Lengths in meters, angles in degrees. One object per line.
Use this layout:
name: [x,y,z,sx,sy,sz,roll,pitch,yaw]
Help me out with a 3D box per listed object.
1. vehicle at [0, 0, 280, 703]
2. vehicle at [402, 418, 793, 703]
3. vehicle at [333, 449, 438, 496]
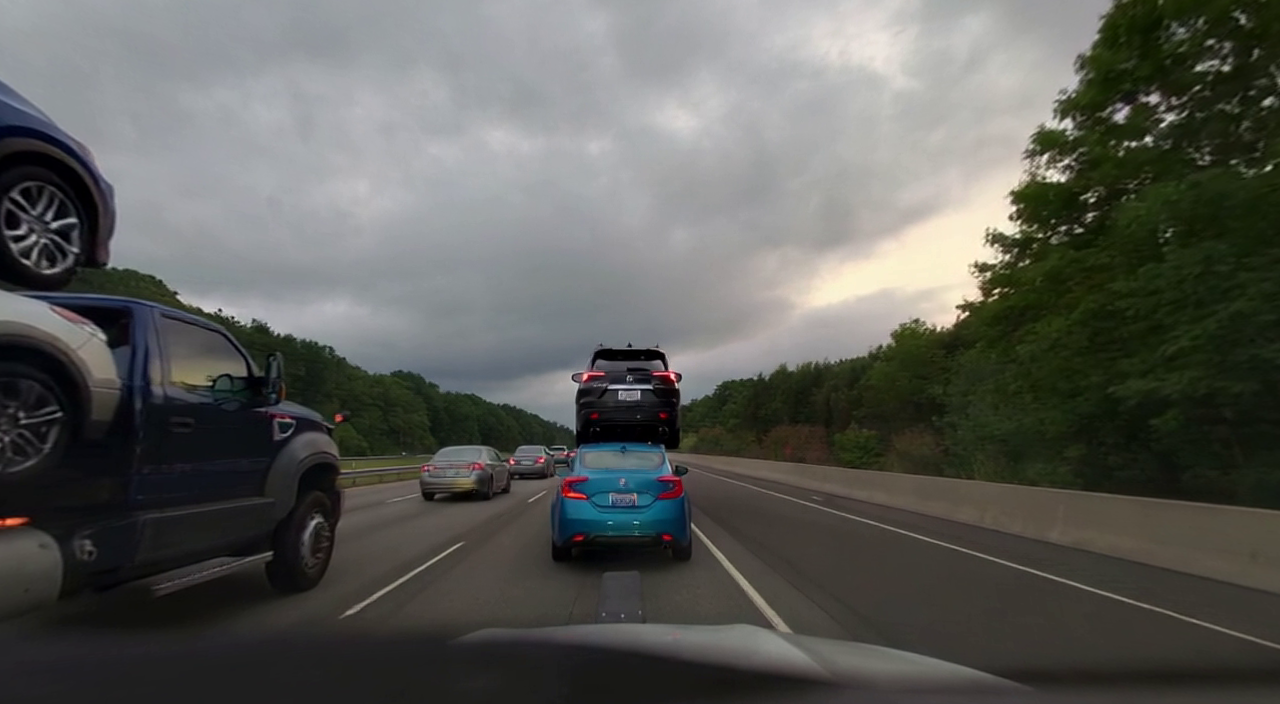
vehicle: [-4.507,-0.158,2.114,2.963,3.836,6.016,0,-9,-1]
vehicle: [-0.258,1.364,4.998,1.991,1.507,3.391,0,-9,-2]
vehicle: [-8.777,4.157,22.209,1.834,1.469,4.362,0,-9,1]
